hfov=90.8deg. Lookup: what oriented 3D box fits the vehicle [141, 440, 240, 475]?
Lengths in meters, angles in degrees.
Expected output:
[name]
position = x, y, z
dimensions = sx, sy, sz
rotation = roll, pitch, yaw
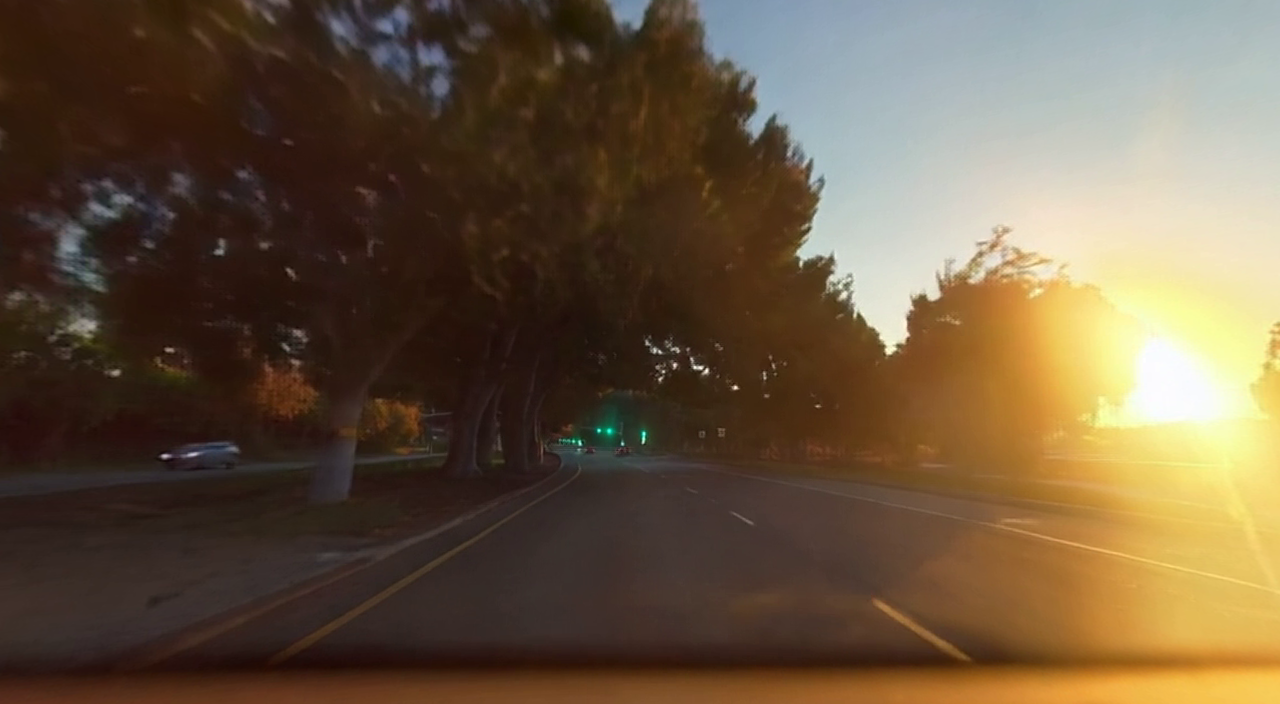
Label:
[vehicle]
position = -22.525, 5.270, 31.900
dimensions = 1.895, 1.604, 4.349
rotation = 1, -8, -3
